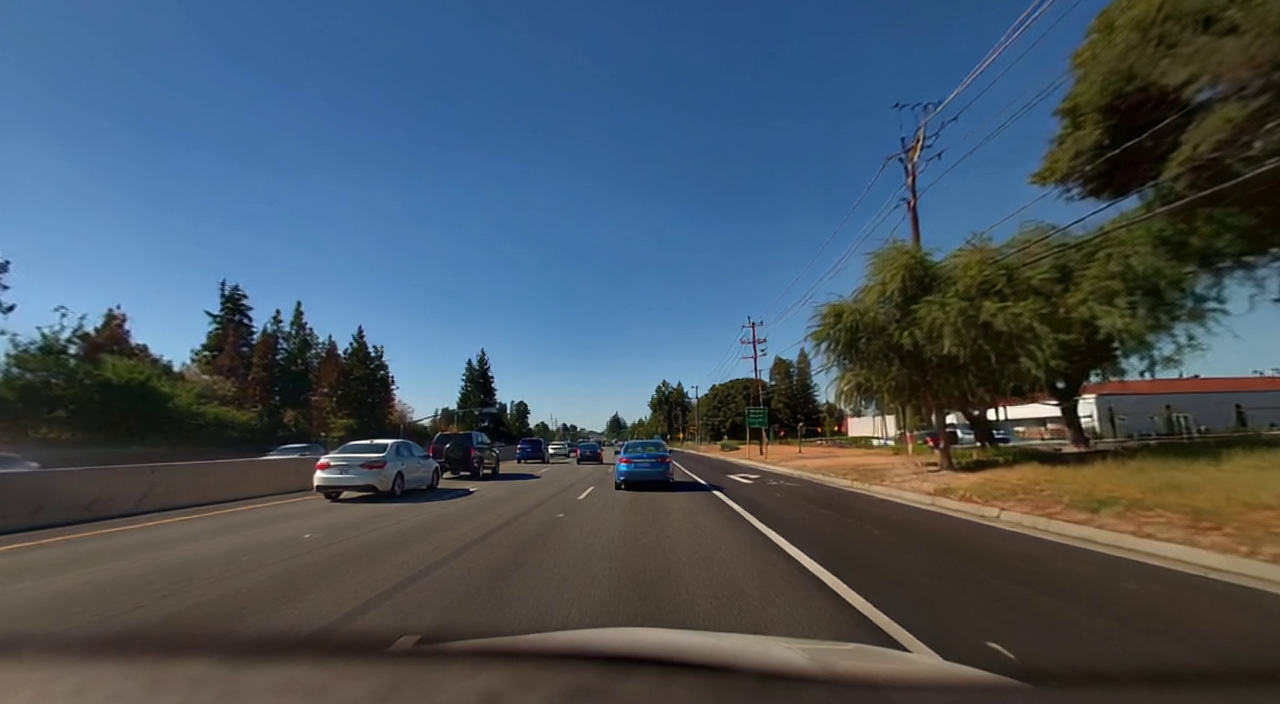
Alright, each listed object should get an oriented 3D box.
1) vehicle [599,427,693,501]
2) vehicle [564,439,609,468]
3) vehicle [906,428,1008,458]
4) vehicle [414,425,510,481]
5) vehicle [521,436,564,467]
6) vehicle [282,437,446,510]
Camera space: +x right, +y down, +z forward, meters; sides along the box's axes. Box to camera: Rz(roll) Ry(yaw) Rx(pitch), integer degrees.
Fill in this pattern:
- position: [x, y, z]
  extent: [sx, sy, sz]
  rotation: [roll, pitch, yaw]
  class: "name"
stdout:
- position: [0.137, 2.848, 16.498]
  extent: [2.140, 1.653, 4.108]
  rotation: [0, -8, 0]
  class: "vehicle"
- position: [-2.888, 5.620, 35.130]
  extent: [2.055, 1.510, 3.961]
  rotation: [-1, -8, 1]
  class: "vehicle"
- position: [17.786, 5.134, 35.619]
  extent: [4.659, 1.572, 2.019]
  rotation: [0, -8, 0]
  class: "vehicle"
- position: [-6.641, 3.844, 24.283]
  extent: [2.144, 1.905, 4.967]
  rotation: [-1, -8, 1]
  class: "vehicle"
- position: [-5.997, 6.135, 39.219]
  extent: [1.914, 1.756, 4.179]
  rotation: [-1, -8, 1]
  class: "vehicle"
- position: [-6.438, 2.858, 15.440]
  extent: [1.900, 1.483, 4.547]
  rotation: [-1, -8, 1]
  class: "vehicle"
